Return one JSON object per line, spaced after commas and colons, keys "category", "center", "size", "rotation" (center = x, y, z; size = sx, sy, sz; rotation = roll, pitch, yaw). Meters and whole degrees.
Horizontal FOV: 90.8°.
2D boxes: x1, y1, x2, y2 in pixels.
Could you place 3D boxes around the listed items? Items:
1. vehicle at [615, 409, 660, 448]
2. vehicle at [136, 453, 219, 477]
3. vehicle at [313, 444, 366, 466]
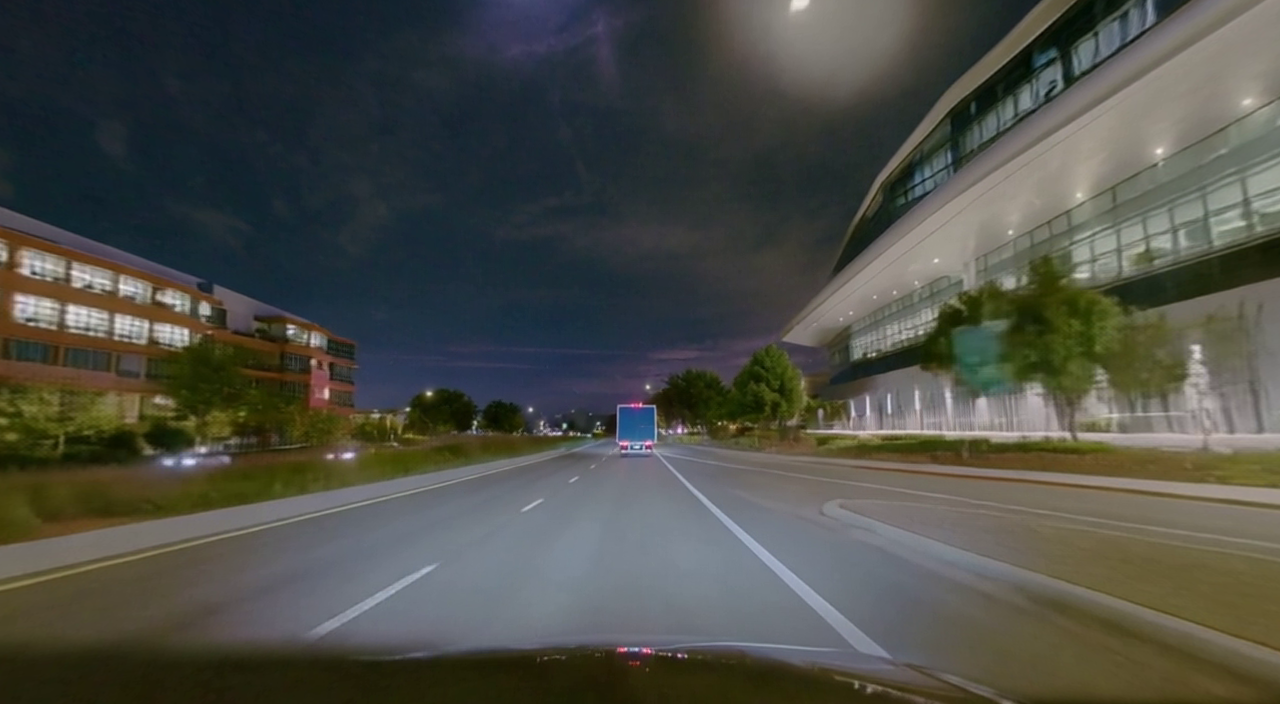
{"category": "vehicle", "center": [-0.218, 4.072, 33.066], "size": [2.178, 1.829, 4.932], "rotation": [0, -9, -3]}
{"category": "vehicle", "center": [-31.294, 7.654, 42.954], "size": [1.949, 1.501, 4.566], "rotation": [-1, -9, 5]}
{"category": "vehicle", "center": [-20.613, 7.064, 43.501], "size": [1.744, 1.467, 3.945], "rotation": [0, -9, 0]}
